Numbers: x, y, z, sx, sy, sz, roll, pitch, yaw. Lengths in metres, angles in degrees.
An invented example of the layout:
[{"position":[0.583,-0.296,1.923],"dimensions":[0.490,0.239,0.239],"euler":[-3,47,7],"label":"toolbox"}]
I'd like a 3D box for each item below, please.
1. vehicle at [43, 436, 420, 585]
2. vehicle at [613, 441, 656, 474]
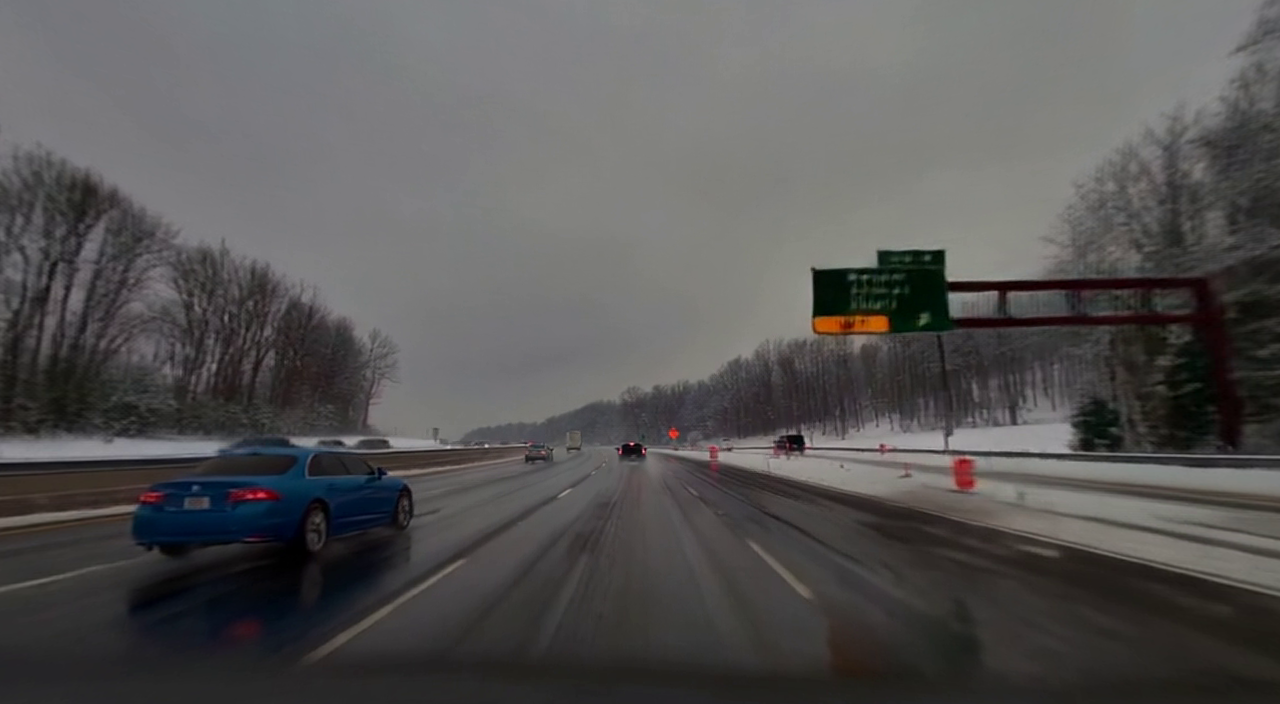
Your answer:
[{"position":[-4.723,1.855,8.295],"dimensions":[2.001,1.415,4.360],"euler":[0,-8,1],"label":"vehicle"},{"position":[-0.280,5.155,30.947],"dimensions":[1.963,1.462,4.681],"euler":[0,-8,-1],"label":"vehicle"}]
